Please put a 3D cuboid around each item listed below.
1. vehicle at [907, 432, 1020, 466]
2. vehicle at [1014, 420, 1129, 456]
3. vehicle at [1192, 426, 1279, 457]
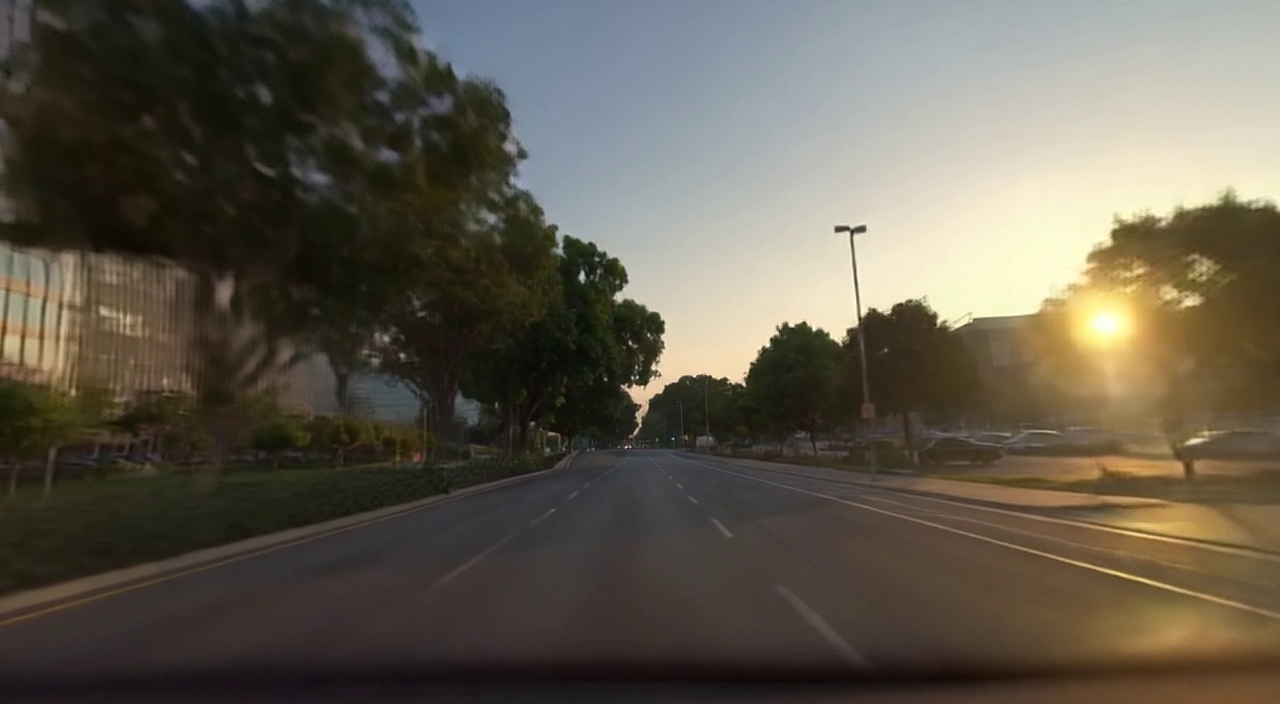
[{"bbox_3d":[17.380,5.222,34.121,4.938,1.729,2.098,0,-8,-4],"label":"vehicle"},{"bbox_3d":[30.017,5.995,44.087,6.323,2.077,2.262,-3,-8,-3],"label":"vehicle"},{"bbox_3d":[30.292,4.411,31.245,4.324,1.472,1.711,0,-8,-1],"label":"vehicle"}]
